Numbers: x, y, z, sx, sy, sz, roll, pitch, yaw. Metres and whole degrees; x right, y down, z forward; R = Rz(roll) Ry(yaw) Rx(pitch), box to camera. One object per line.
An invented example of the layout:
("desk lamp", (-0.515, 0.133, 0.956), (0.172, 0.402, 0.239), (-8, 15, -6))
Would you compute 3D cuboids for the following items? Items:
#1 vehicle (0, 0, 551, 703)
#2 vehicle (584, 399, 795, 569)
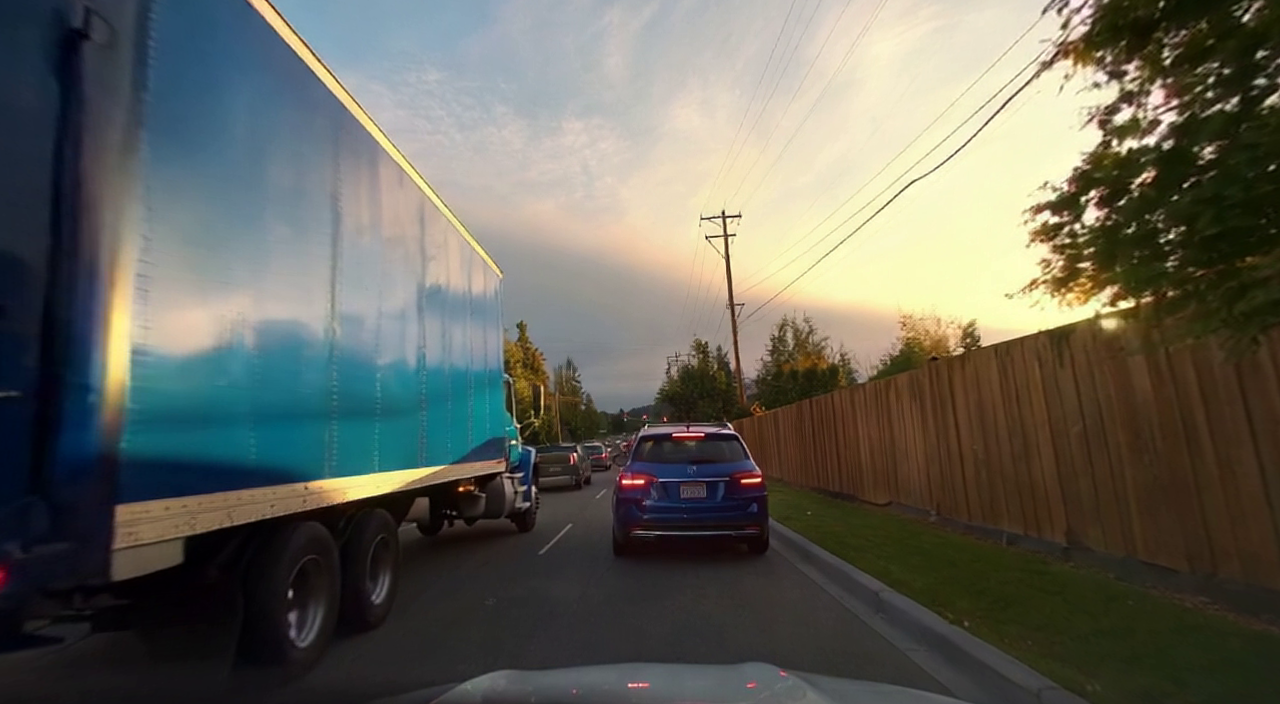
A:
("vehicle", (-3.121, 0.533, 6.473), (2.928, 3.658, 8.980), (0, -9, 1))
("vehicle", (0.481, 1.674, 8.654), (2.174, 1.749, 4.113), (0, -9, -1))
